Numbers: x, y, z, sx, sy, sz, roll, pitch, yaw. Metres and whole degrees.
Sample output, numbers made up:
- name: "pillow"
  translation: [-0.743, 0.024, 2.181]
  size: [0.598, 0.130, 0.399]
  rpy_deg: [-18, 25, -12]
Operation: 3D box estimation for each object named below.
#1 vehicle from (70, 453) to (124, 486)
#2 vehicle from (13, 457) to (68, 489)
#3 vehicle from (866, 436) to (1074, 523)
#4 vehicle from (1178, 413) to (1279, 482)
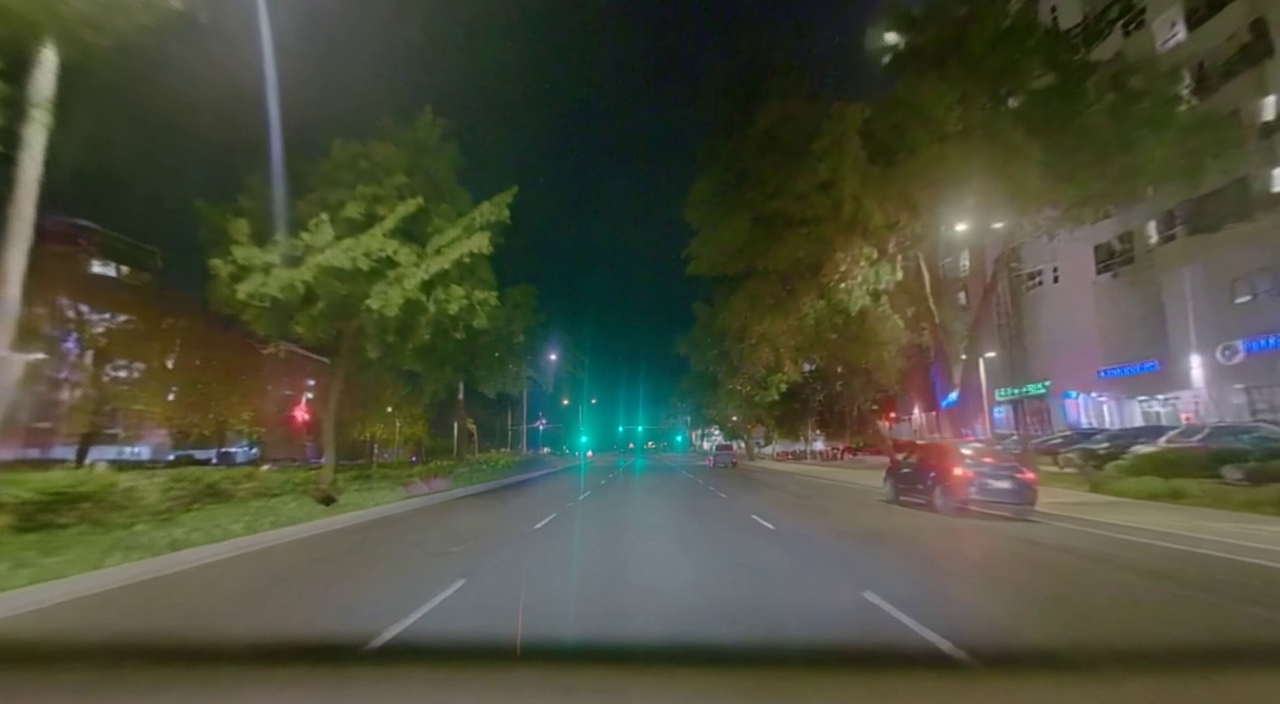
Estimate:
- name: "vehicle"
  translation: [-34.240, 7.404, 39.695]
  size: [2.077, 1.851, 4.582]
  rpy_deg: [7, -13, -44]
- name: "vehicle"
  translation: [-35.817, 7.166, 37.631]
  size: [4.285, 1.747, 2.044]
  rpy_deg: [-8, -12, 44]
- name: "vehicle"
  translation: [7.073, 2.761, 14.317]
  size: [2.122, 1.602, 4.928]
  rpy_deg: [0, -9, 1]
- name: "vehicle"
  translation: [16.716, 2.324, 15.759]
  size: [4.408, 1.578, 2.160]
  rpy_deg: [-2, -9, 1]
